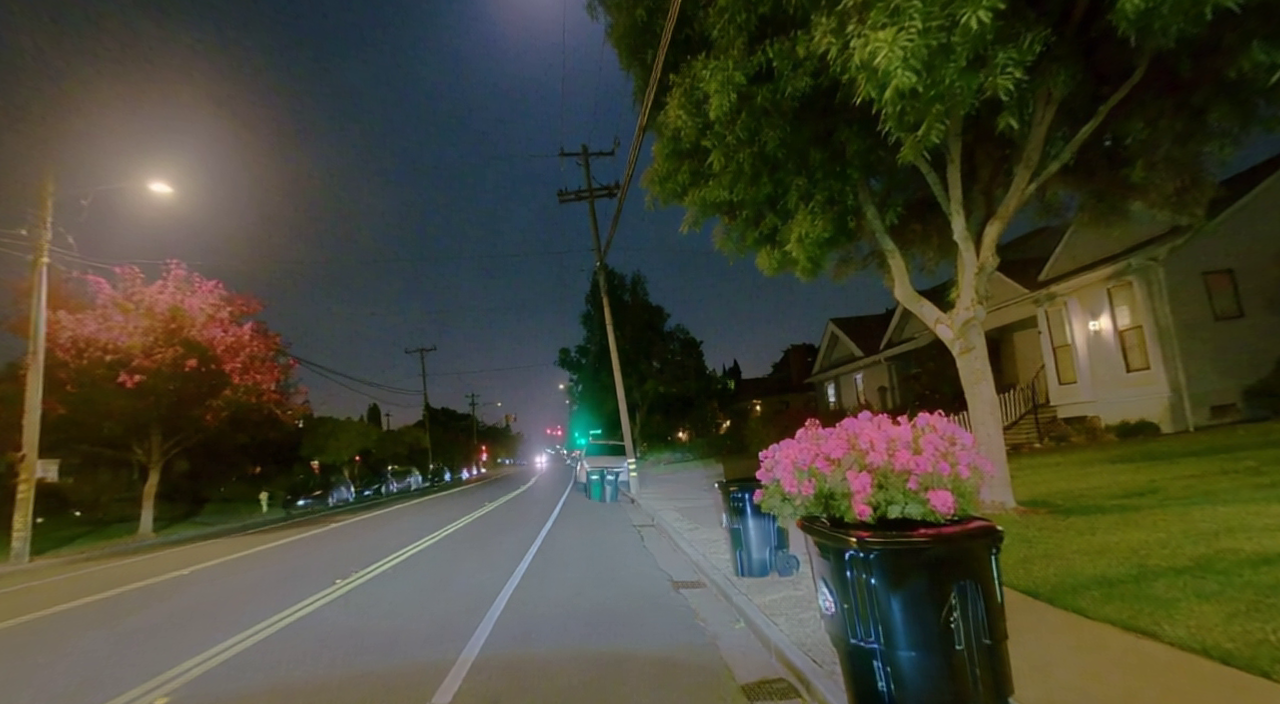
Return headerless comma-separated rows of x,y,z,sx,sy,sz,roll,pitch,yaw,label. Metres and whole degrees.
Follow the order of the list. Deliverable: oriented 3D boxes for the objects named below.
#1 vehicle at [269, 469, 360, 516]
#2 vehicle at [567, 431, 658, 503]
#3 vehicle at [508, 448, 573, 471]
-13.758,5.921,26.979,1.982,1.660,4.142,1,-8,-6,vehicle
-0.825,3.079,17.388,2.190,1.708,4.115,0,-8,-4,vehicle
-7.766,8.333,49.199,4.723,1.679,2.218,2,-9,-18,vehicle
